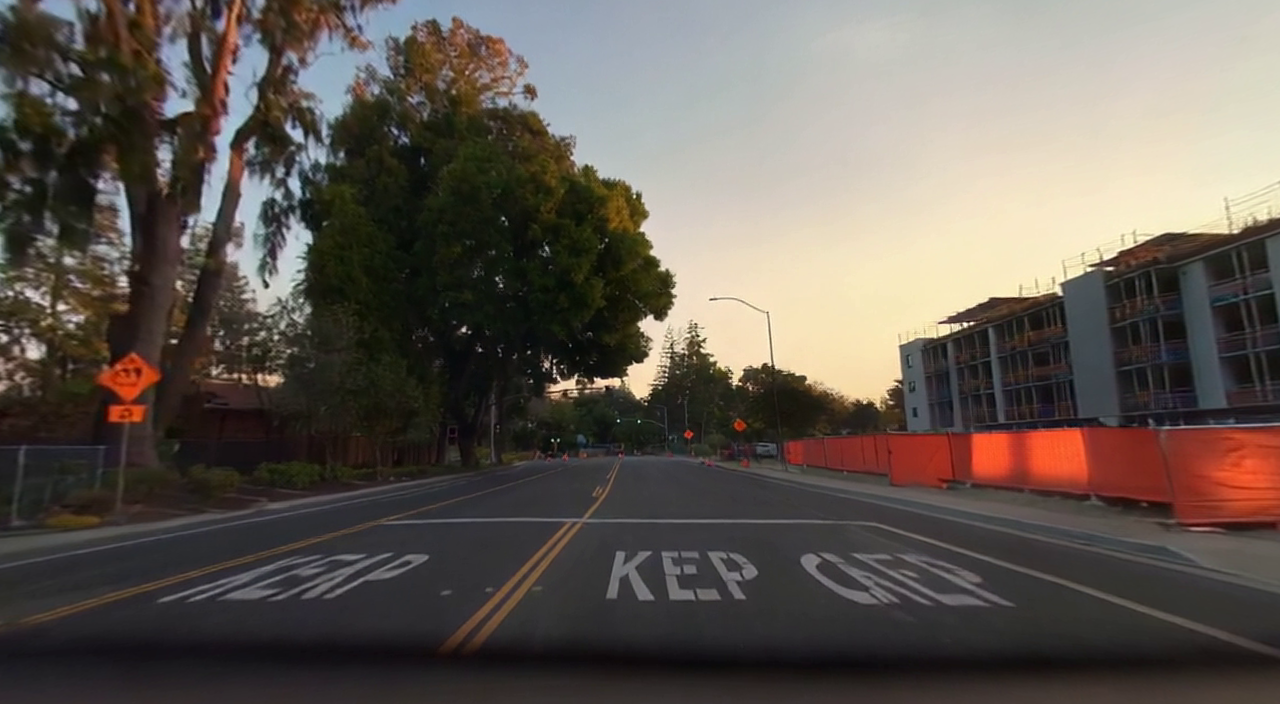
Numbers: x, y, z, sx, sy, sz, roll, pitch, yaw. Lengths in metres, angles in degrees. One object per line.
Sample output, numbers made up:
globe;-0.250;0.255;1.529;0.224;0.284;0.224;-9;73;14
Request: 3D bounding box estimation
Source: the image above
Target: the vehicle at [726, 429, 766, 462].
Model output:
vehicle;8.294;7.339;49.664;2.613;2.434;2.675;2;-8;-3
